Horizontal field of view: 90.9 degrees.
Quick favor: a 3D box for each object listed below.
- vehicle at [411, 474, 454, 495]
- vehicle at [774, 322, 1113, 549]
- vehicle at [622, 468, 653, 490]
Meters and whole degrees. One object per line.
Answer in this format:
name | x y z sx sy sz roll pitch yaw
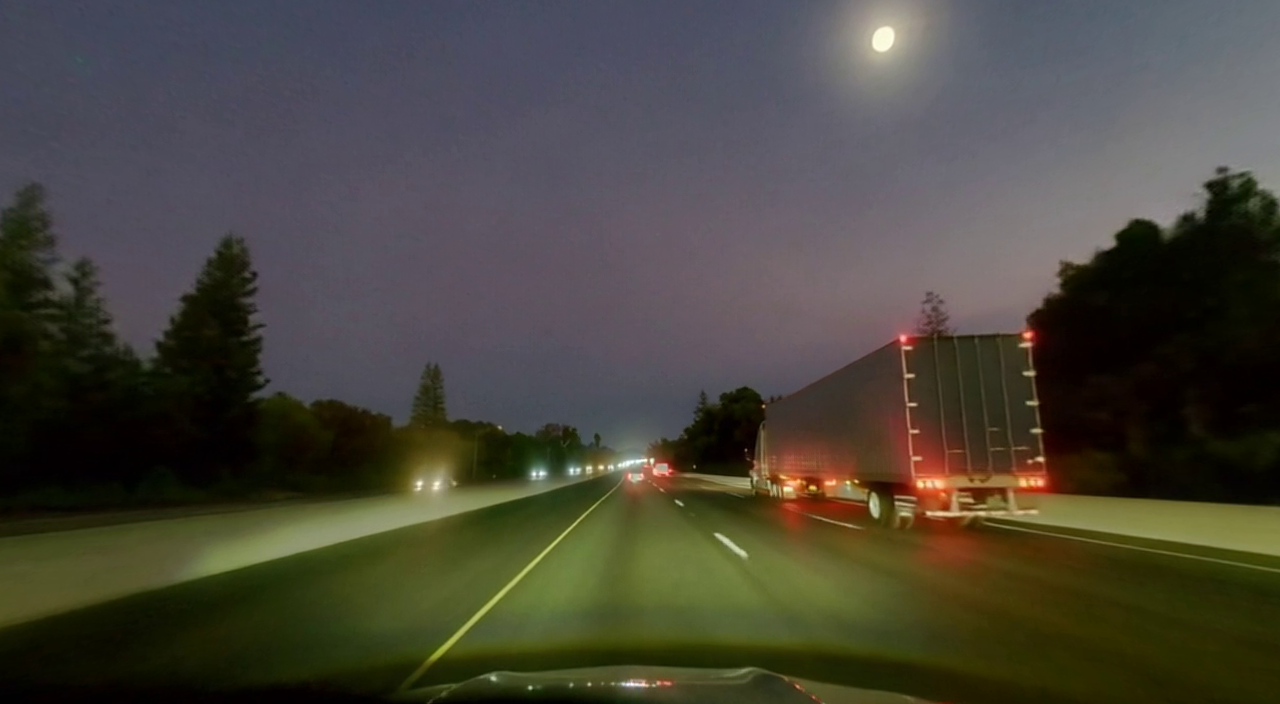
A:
vehicle | -15.758 10.068 48.029 1.840 1.425 4.145 1 -11 1
vehicle | 6.869 2.710 18.270 2.926 4.073 13.836 1 -11 0
vehicle | -0.185 8.900 44.242 2.029 1.459 3.684 1 -11 0
